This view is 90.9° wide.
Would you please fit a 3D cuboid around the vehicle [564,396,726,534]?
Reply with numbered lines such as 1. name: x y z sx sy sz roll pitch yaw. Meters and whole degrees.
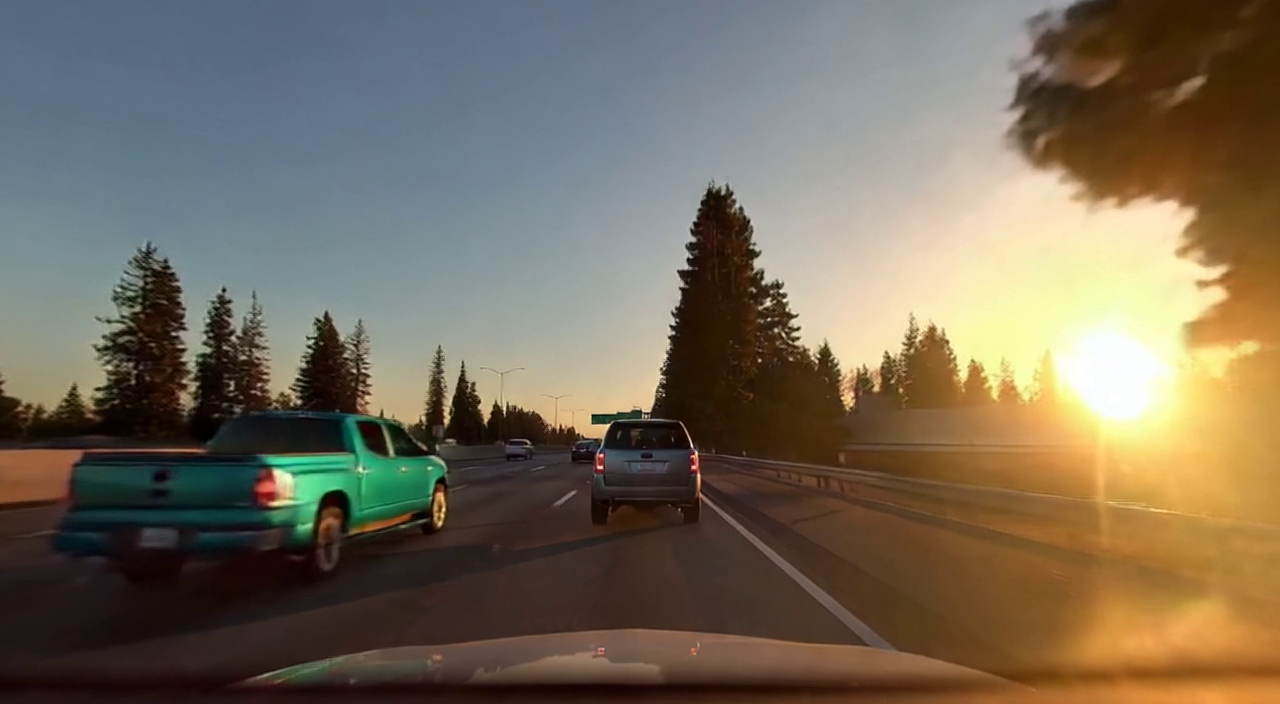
1. vehicle: 0.061 2.018 11.768 2.395 2.013 4.734 0 -8 0

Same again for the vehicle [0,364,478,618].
1. vehicle: -4.026 1.481 7.733 2.486 1.962 5.525 -1 -8 2
